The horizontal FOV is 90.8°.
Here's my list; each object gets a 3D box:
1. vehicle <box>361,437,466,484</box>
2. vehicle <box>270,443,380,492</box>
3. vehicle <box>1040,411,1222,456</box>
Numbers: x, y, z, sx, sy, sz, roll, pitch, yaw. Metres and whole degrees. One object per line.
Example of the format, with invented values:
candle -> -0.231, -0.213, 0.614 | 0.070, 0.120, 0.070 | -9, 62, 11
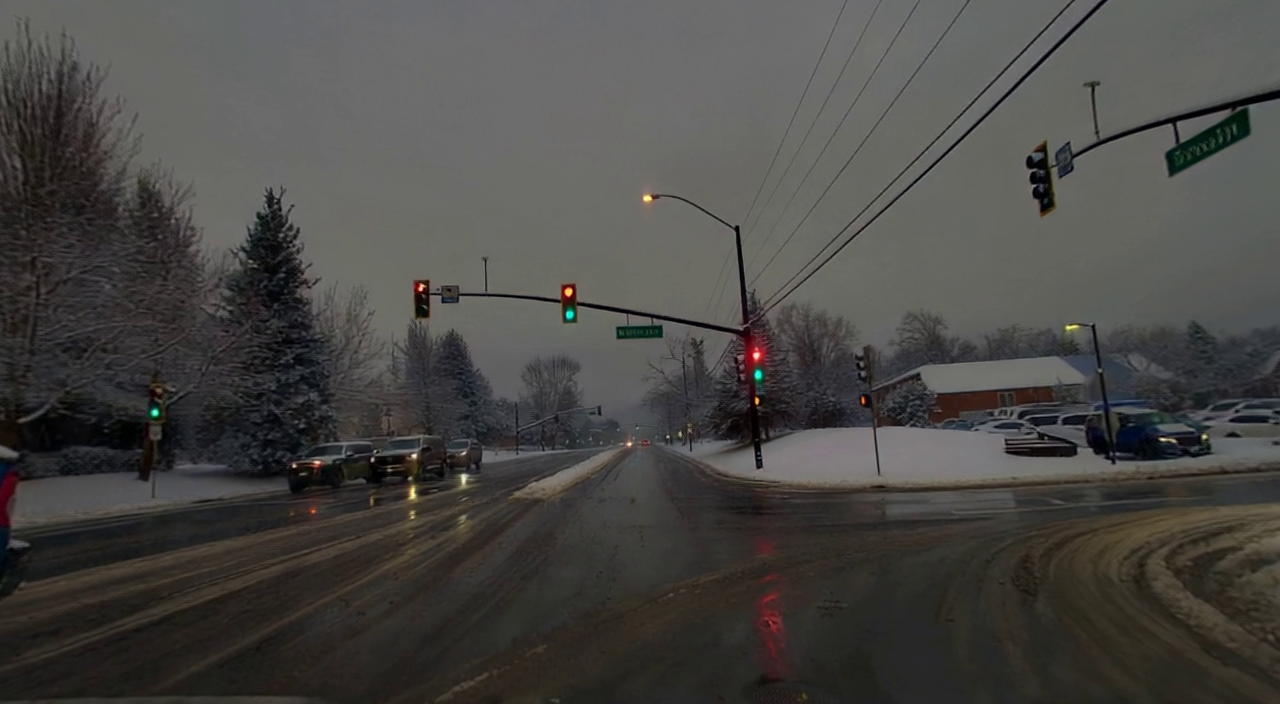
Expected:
vehicle -> -10.150, 4.926, 28.983 | 2.664, 1.940, 5.702 | 0, -9, 0
vehicle -> -13.778, 5.066, 28.061 | 2.306, 1.957, 4.968 | 0, -9, -1
vehicle -> 16.950, 2.902, 22.110 | 4.560, 1.453, 1.851 | -3, -9, 18
